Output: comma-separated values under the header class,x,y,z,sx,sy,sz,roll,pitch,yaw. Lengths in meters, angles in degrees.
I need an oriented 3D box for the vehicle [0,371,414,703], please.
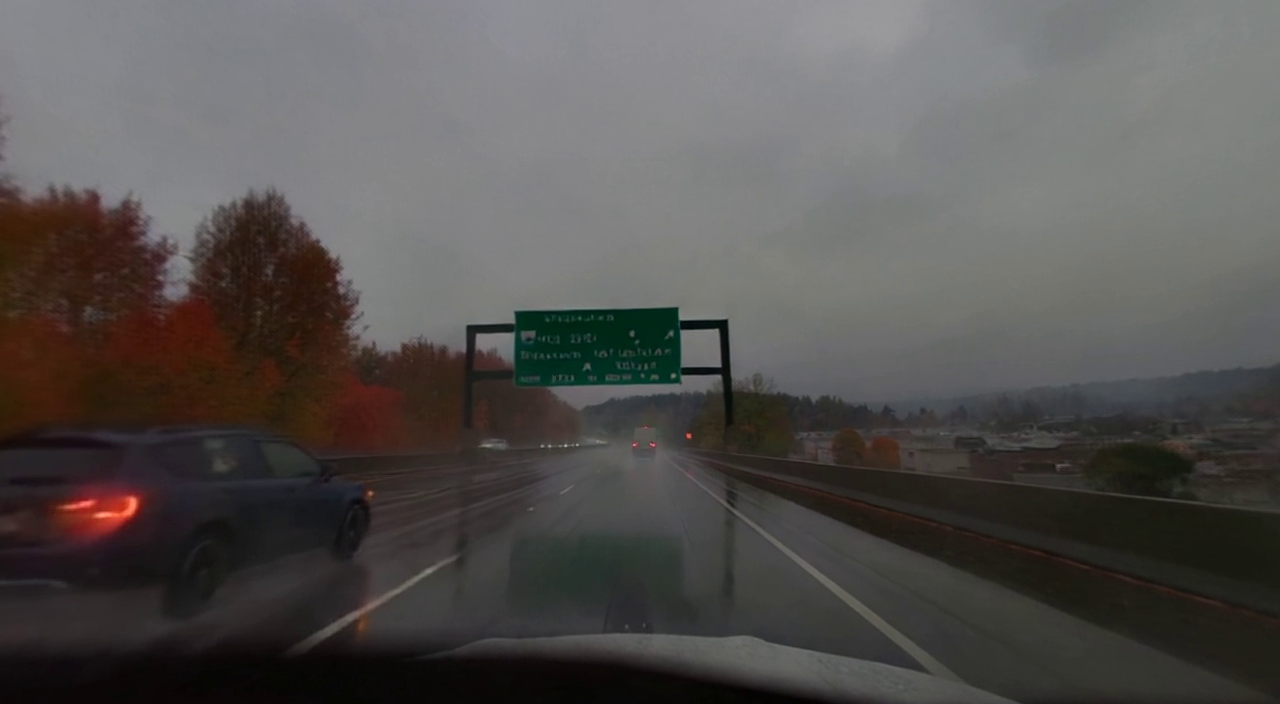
class,x,y,z,sx,sy,sz,roll,pitch,yaw
vehicle,-3.622,1.196,4.778,2.061,1.572,4.814,0,-8,-1
